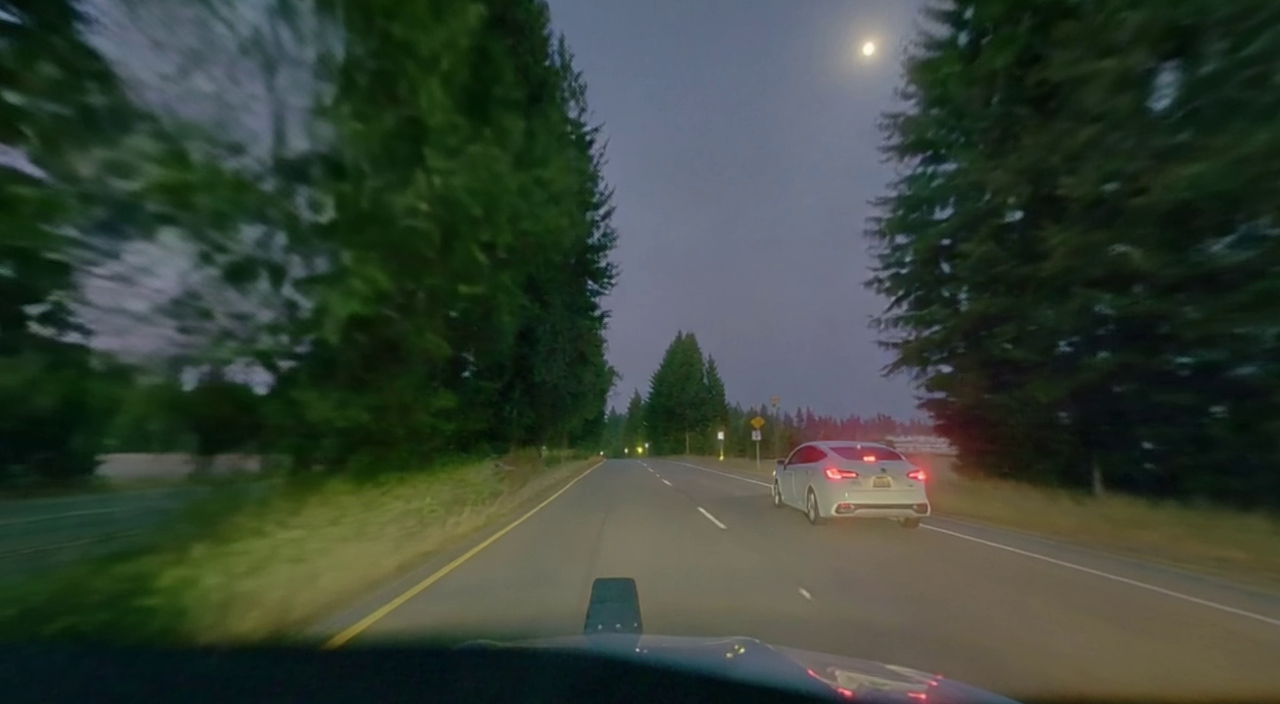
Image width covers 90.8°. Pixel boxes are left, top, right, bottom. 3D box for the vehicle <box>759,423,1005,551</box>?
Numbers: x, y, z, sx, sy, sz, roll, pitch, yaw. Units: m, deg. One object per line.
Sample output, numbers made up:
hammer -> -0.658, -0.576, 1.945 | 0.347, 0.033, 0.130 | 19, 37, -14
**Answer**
vehicle -> 3.493, 2.046, 10.315 | 2.060, 1.584, 4.592 | 0, -9, -2
